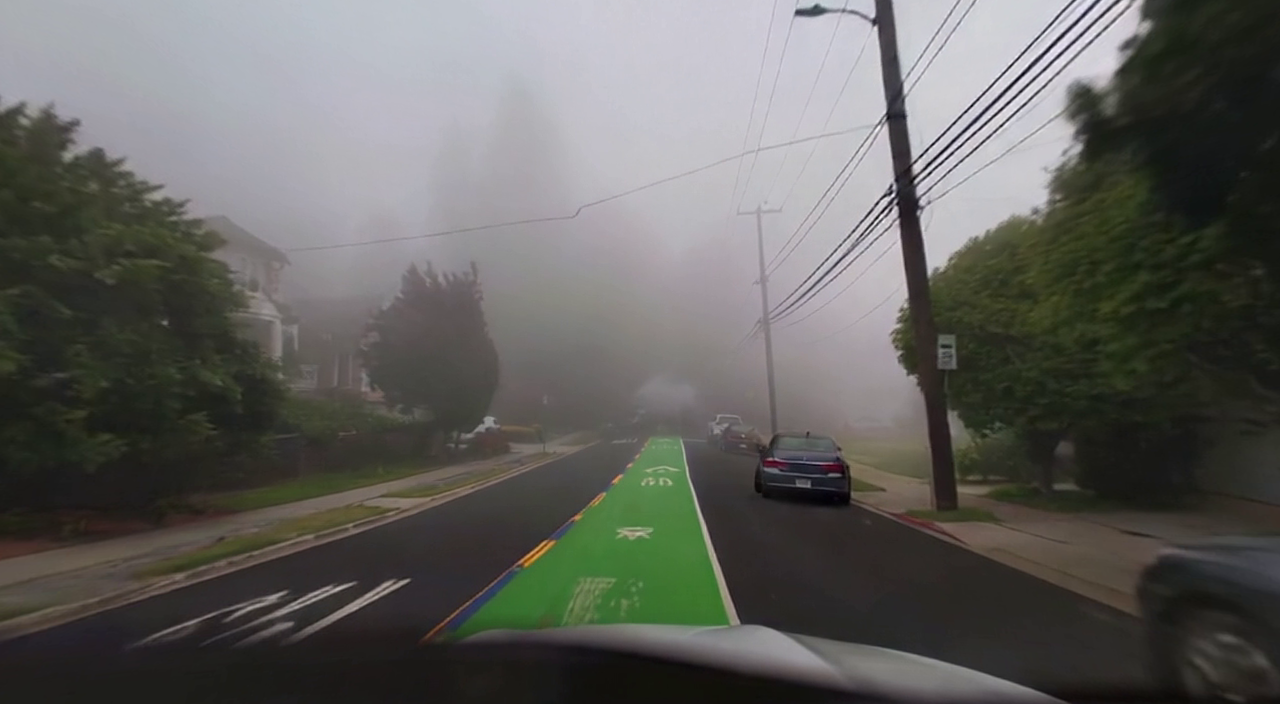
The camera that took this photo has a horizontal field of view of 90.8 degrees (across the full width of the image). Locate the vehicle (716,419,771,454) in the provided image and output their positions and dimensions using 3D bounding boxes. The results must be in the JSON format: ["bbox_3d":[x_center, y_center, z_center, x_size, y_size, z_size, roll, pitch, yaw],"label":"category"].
[{"bbox_3d":[4.833,4.050,29.980,1.981,1.512,4.144,0,-9,1],"label":"vehicle"}]

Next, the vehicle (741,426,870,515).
[{"bbox_3d":[3.349,2.466,13.635,2.235,1.500,4.496,0,-9,10],"label":"vehicle"}]

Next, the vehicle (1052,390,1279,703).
[{"bbox_3d":[3.481,0.866,1.606,1.909,1.694,4.472,0,-9,2],"label":"vehicle"}]
